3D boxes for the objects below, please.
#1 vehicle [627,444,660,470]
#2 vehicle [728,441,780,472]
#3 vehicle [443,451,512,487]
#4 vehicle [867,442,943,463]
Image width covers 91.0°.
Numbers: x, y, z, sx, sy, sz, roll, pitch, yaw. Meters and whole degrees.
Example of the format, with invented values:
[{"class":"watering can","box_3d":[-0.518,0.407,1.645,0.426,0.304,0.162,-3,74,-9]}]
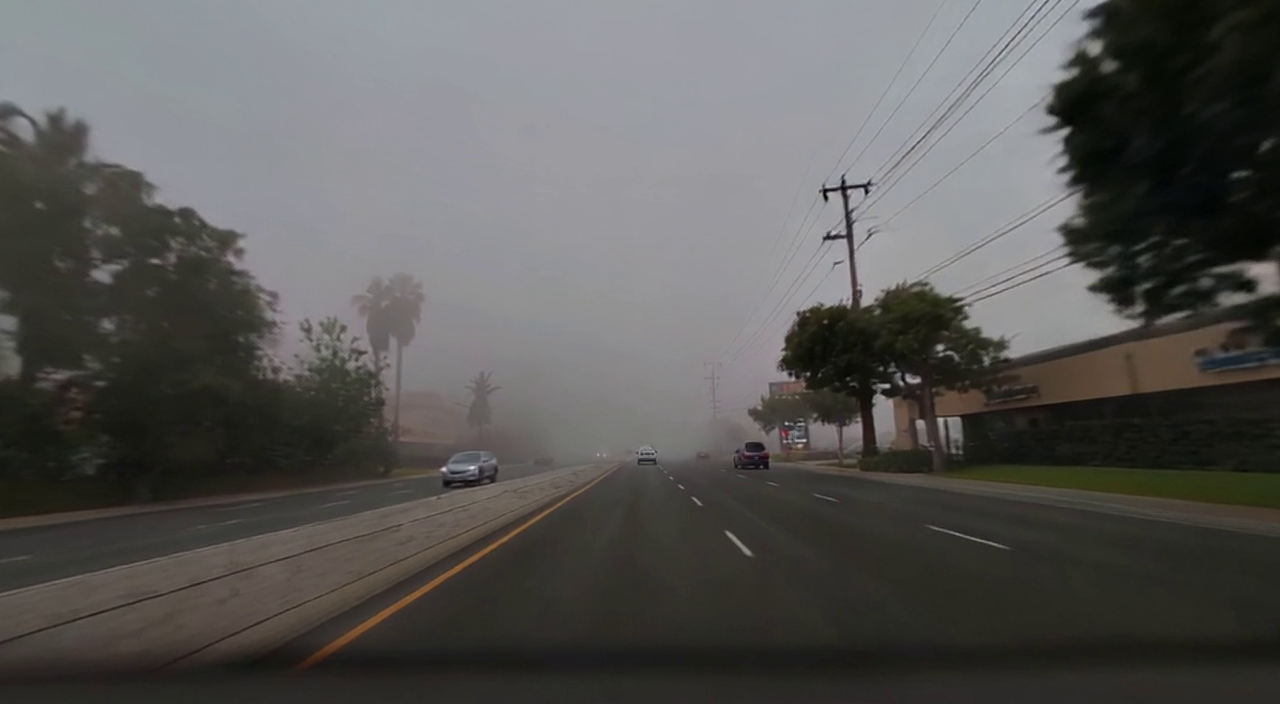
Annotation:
[{"class":"vehicle","box_3d":[0.241,7.161,43.089,2.138,1.702,4.168,0,-9,1]},{"class":"vehicle","box_3d":[6.782,6.267,37.990,2.252,1.718,4.617,0,-9,0]},{"class":"vehicle","box_3d":[-7.712,5.574,30.357,1.959,1.535,4.707,-1,-9,1]},{"class":"vehicle","box_3d":[19.845,7.519,47.224,4.768,1.512,1.986,0,-9,1]}]
